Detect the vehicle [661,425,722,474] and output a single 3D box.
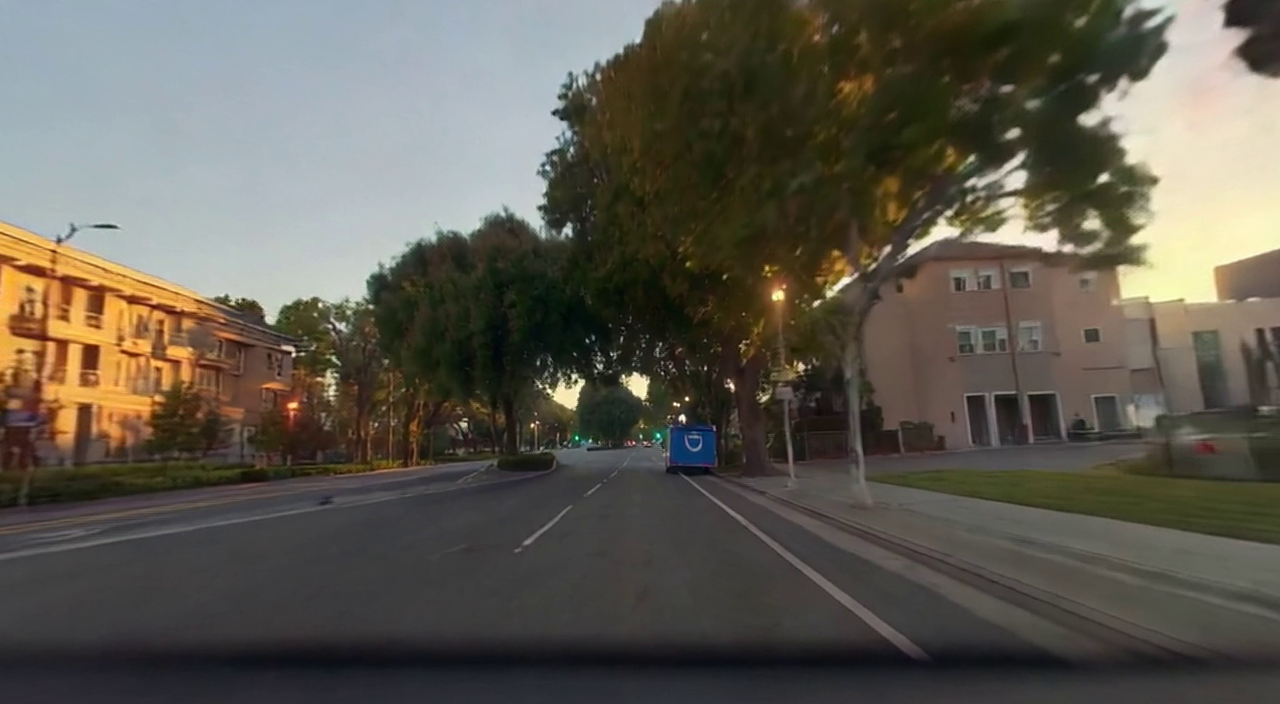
[{"bbox_3d":[2.425,4.794,31.151,2.514,2.218,5.013,0,-9,-1],"label":"vehicle"}]
